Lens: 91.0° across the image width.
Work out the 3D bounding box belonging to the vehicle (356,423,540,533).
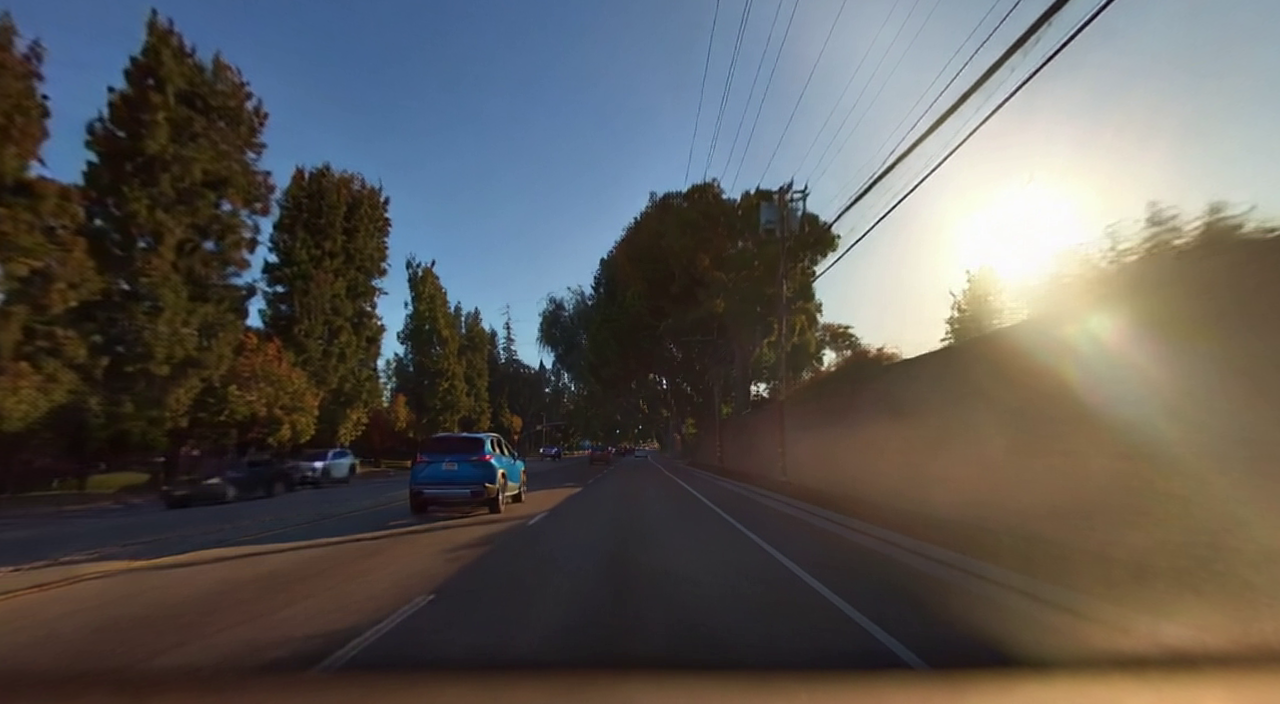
[{"bbox_3d":[-3.432,2.355,12.388,2.147,1.730,4.555,0,-8,1],"label":"vehicle"}]

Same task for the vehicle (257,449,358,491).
[{"bbox_3d":[-15.725,5.560,30.144,2.096,1.799,4.990,-1,-8,0],"label":"vehicle"}]

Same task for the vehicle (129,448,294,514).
[{"bbox_3d":[-11.955,3.585,17.967,1.855,1.619,4.040,0,-9,0],"label":"vehicle"}]
